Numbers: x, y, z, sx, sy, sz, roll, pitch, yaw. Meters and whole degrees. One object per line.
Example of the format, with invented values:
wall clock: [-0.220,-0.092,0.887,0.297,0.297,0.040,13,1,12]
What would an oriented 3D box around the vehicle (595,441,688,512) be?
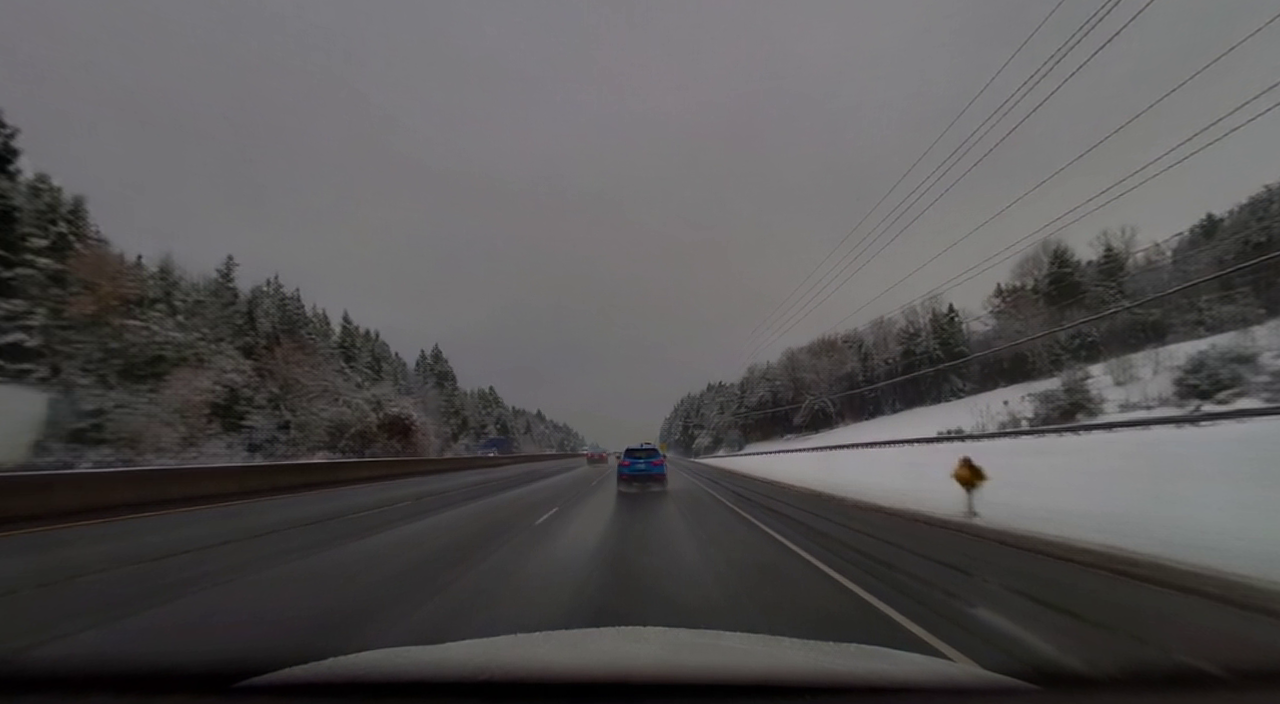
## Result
vehicle: [0.003,2.984,15.568,1.966,1.499,4.298,0,-9,-1]

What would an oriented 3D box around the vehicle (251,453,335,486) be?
vehicle: [-15.648,5.291,28.618,1.758,1.382,3.416,0,-9,1]
